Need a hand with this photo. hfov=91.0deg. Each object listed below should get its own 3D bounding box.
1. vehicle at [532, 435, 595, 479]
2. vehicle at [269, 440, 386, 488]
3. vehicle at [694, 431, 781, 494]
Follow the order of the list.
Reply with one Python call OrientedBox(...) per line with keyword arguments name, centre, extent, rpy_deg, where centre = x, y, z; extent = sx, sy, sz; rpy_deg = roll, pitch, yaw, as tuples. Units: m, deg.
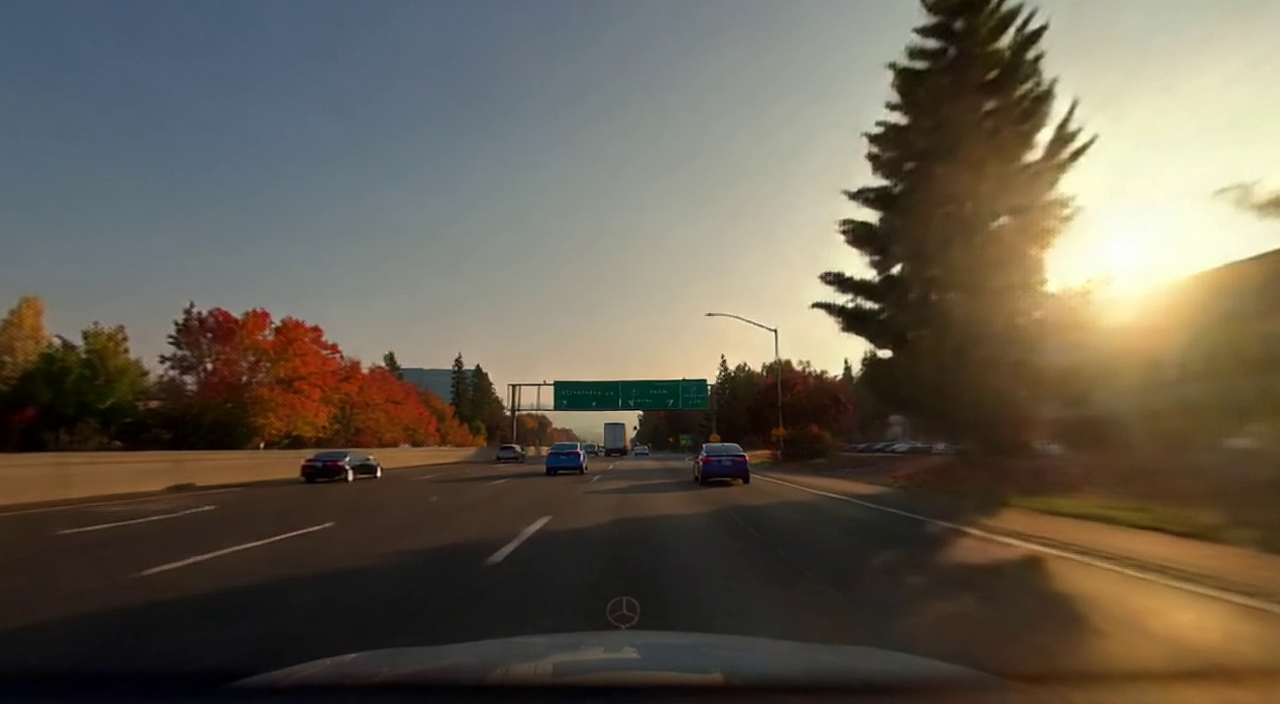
OrientedBox(name="vehicle", centre=(-3.208, 4.526, 27.355), extent=(2.111, 1.742, 4.315), rpy_deg=(0, -9, 1))
OrientedBox(name="vehicle", centre=(-10.994, 3.959, 22.532), extent=(1.919, 1.509, 4.265), rpy_deg=(0, -9, 1))
OrientedBox(name="vehicle", centre=(2.940, 3.451, 20.010), extent=(2.101, 1.742, 4.495), rpy_deg=(0, -9, 1))
